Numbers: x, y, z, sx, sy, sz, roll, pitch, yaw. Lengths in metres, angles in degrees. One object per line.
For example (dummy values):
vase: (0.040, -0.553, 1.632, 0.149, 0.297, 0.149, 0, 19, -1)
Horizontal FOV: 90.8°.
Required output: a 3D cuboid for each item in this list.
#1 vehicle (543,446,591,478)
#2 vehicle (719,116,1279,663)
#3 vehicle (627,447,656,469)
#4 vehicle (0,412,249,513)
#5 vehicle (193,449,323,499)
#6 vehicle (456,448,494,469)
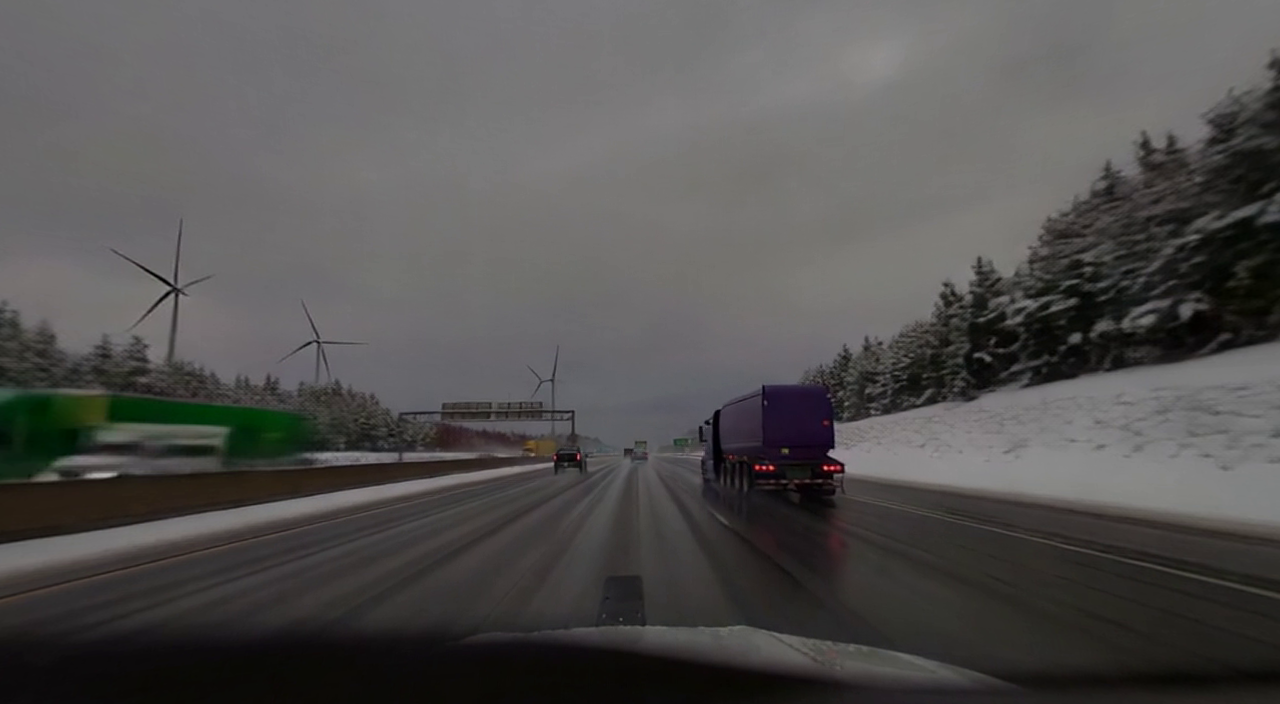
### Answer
vehicle: (-3.694, 5.645, 32.571, 1.952, 1.521, 4.095, 0, -9, 1)
vehicle: (3.849, 1.161, 11.307, 2.947, 3.989, 13.568, 0, -9, -1)
vehicle: (0.078, 7.442, 44.278, 1.931, 1.453, 3.695, 0, -9, -1)
vehicle: (-15.684, 3.332, 19.558, 2.615, 2.529, 6.897, 0, -9, 0)
vehicle: (-11.869, 3.769, 19.929, 1.718, 1.398, 3.703, 0, -9, 1)
vehicle: (-12.021, 7.765, 46.162, 1.780, 1.383, 3.624, 0, -9, 1)
